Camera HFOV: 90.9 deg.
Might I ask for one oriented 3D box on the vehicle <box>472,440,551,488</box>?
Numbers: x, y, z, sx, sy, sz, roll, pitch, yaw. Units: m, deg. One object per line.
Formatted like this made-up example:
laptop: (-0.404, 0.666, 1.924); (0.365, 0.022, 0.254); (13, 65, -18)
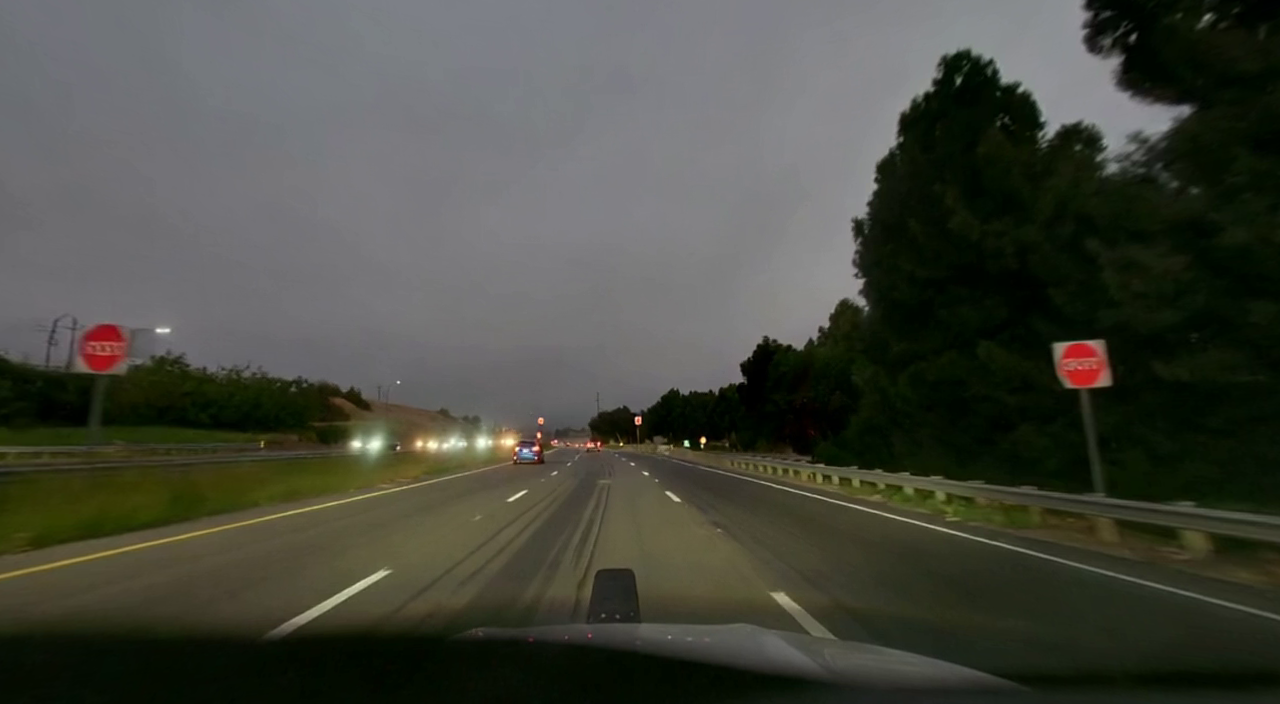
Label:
vehicle: (-4.024, 3.557, 20.404); (1.874, 1.369, 3.875); (0, -8, -2)

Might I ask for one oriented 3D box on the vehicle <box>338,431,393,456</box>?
vehicle: (-18.486, 6.182, 42.649); (2.029, 1.579, 4.139); (0, -8, -3)
